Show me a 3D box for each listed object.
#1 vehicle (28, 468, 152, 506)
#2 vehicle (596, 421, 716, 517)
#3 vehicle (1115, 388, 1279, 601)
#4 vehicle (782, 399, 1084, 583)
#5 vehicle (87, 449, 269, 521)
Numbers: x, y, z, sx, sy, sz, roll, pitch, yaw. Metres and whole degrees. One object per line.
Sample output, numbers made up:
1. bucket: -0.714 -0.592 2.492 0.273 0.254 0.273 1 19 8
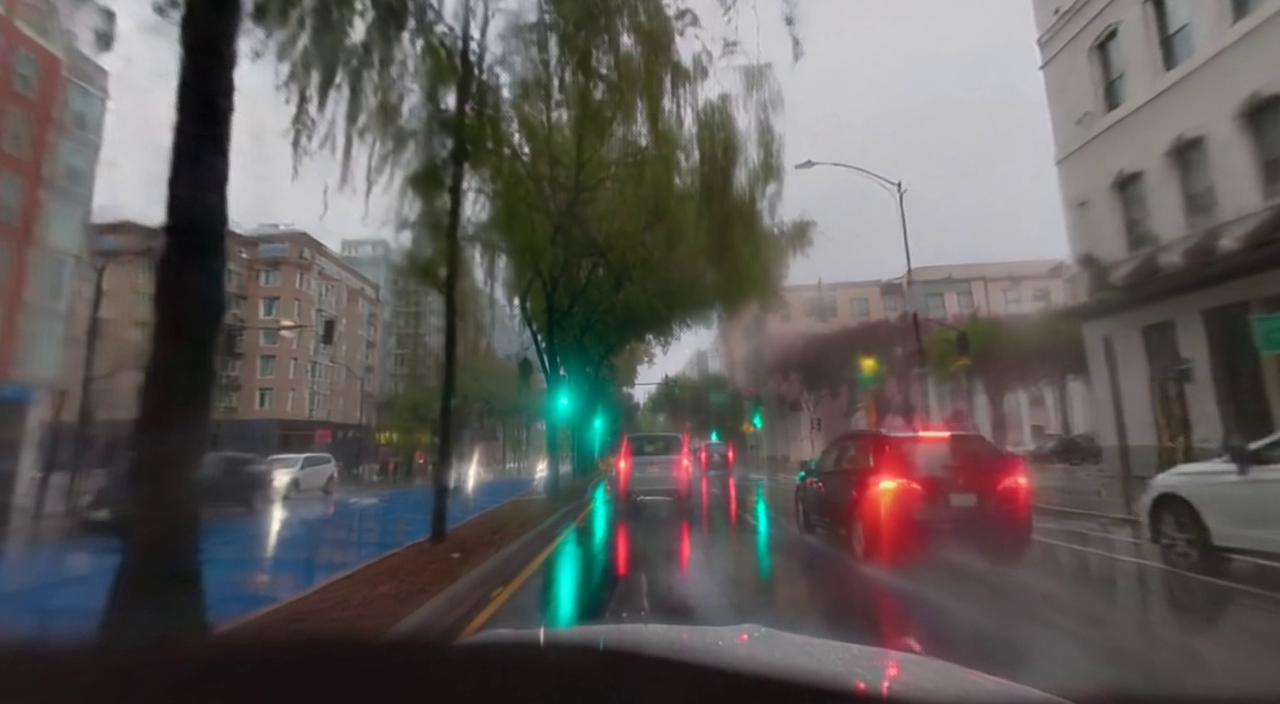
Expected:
1. vehicle: -29.015 7.113 33.400 4.558 1.818 2.120 0 -9 1
2. vehicle: 0.313 2.489 13.780 2.209 1.748 4.130 0 -9 1
3. vehicle: 6.449 1.123 4.792 2.066 1.790 4.663 0 -9 1
4. vehicle: 3.286 1.646 8.176 1.939 1.746 4.091 0 -9 1
5. vehicle: -13.798 3.937 19.290 1.914 1.889 4.585 -1 -9 2
